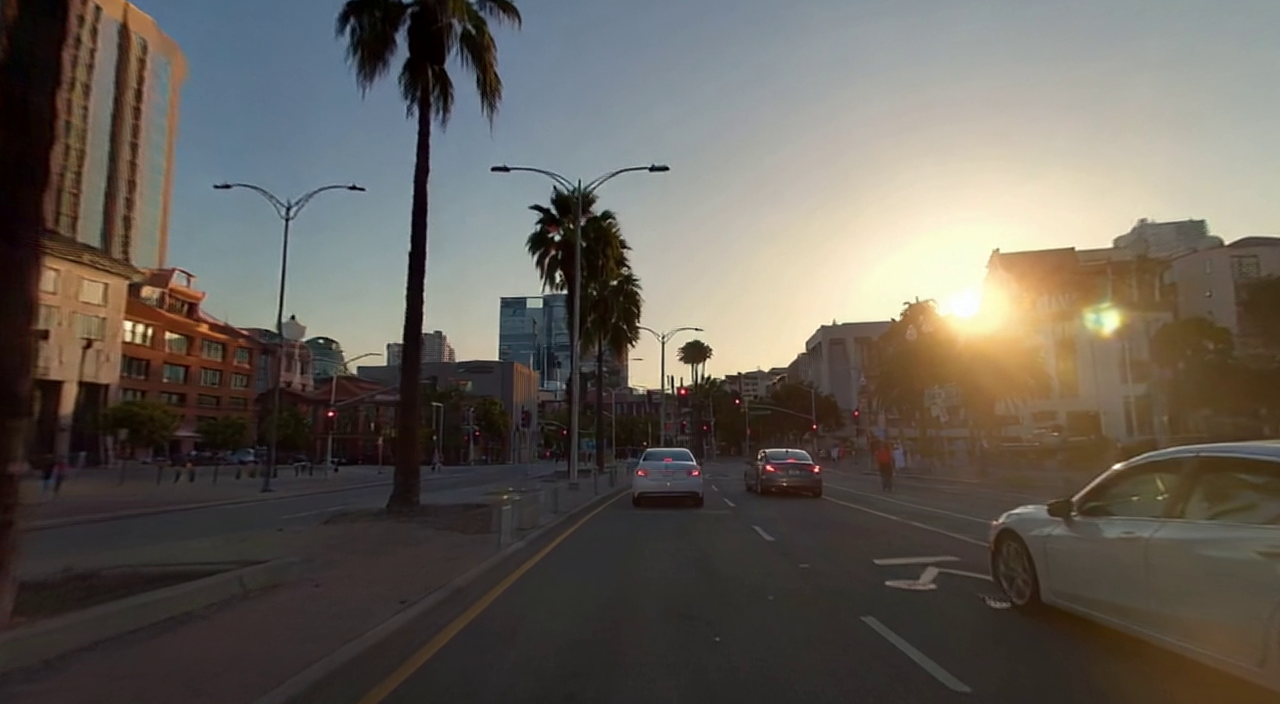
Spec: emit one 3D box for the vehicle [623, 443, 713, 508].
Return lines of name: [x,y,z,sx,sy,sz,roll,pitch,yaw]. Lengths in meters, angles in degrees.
vehicle: [0.785,3.177,16.674,2.078,1.503,3.681,-1,-9,4]

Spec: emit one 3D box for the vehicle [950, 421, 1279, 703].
vehicle: [3.857,1.186,3.747,1.913,1.469,4.425,-1,-9,2]

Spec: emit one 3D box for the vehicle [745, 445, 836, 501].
vehicle: [4.393,3.580,19.181,1.920,1.490,4.417,-1,-9,4]
